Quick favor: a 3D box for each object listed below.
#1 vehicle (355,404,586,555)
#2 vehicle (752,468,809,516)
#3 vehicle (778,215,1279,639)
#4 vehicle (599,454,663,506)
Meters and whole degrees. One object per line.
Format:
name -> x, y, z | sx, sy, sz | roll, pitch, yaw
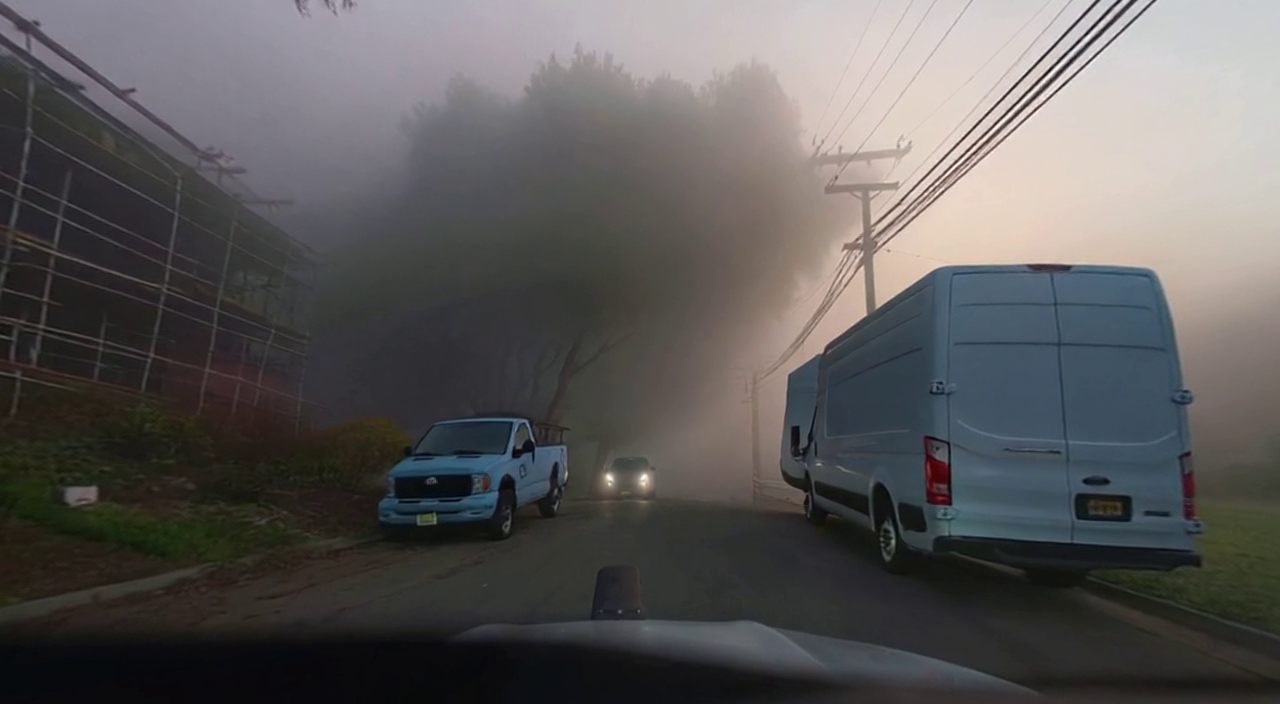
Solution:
vehicle -> -2.458, 1.876, 10.667 | 2.171, 1.910, 4.789 | -2, -4, 6
vehicle -> 6.755, 6.764, 30.823 | 2.124, 1.573, 4.471 | 0, -3, 5
vehicle -> 4.587, 1.328, 10.670 | 2.915, 3.793, 9.963 | -1, -8, 4
vehicle -> -0.247, 5.422, 27.148 | 2.257, 1.916, 5.089 | -1, -9, 5
